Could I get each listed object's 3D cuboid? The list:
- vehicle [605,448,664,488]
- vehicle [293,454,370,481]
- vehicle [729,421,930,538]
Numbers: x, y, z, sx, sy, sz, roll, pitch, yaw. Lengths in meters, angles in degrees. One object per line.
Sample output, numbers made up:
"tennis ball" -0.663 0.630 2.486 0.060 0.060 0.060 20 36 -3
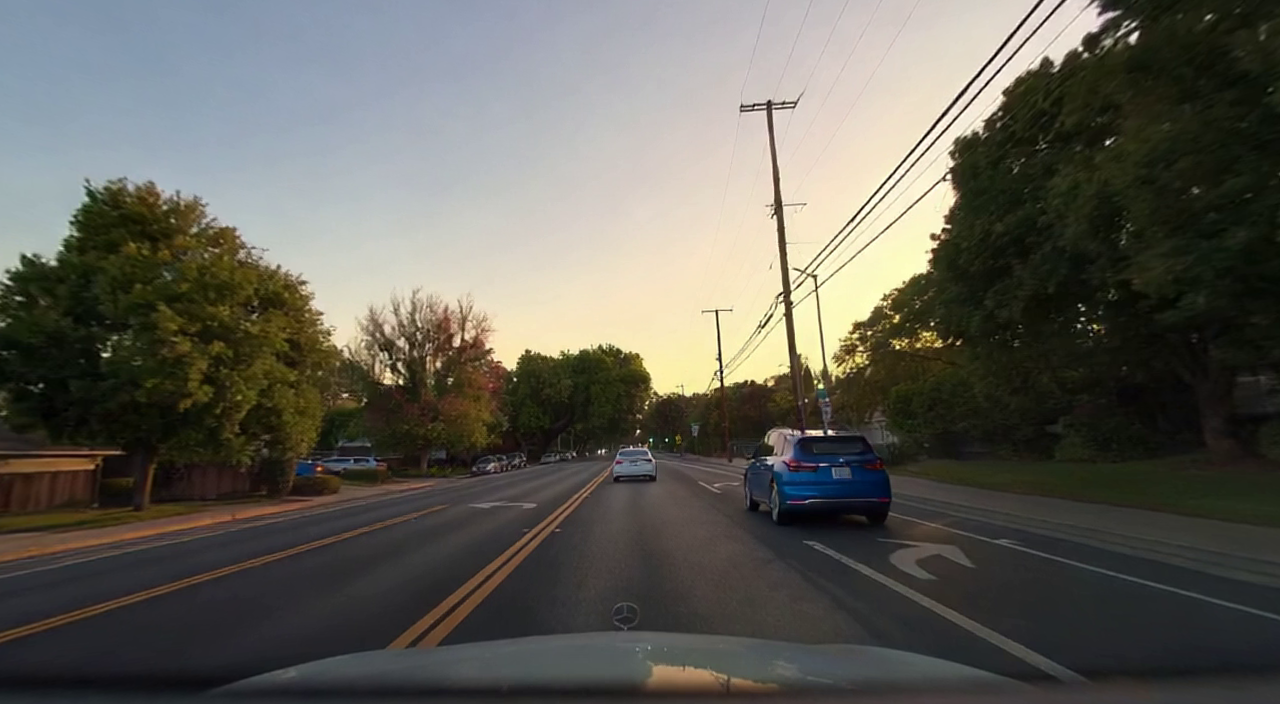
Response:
"vehicle" -0.225 4.593 25.413 2.196 1.449 4.006 0 -9 0
"vehicle" -21.087 7.910 43.307 4.240 1.717 2.043 0 -8 -2
"vehicle" 3.249 2.307 12.098 2.200 1.763 4.676 0 -9 -3
